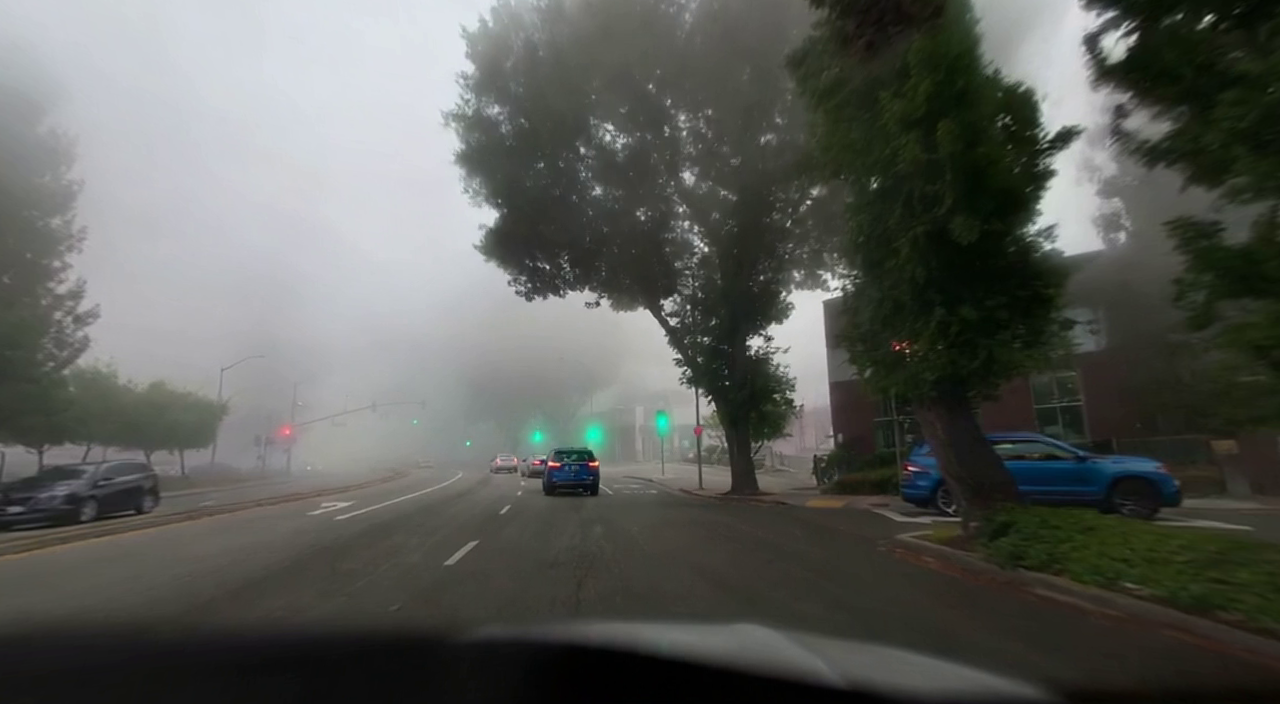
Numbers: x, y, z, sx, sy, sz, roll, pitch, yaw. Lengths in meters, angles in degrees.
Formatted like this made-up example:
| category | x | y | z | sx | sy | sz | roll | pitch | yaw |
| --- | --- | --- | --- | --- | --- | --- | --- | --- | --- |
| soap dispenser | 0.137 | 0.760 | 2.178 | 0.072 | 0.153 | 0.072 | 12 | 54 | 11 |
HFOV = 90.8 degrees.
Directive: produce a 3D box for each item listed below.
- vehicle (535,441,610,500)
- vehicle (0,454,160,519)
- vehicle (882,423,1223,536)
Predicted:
| category | x | y | z | sx | sy | sz | roll | pitch | yaw |
| --- | --- | --- | --- | --- | --- | --- | --- | --- | --- |
| vehicle | -2.355 | 3.871 | 21.089 | 2.227 | 1.733 | 3.930 | 1 | -9 | -10 |
| vehicle | -18.649 | 4.292 | 20.748 | 2.421 | 1.819 | 4.804 | 1 | -9 | -8 |
| vehicle | 7.681 | 2.367 | 12.356 | 5.076 | 1.761 | 2.077 | -6 | -10 | 33 |
